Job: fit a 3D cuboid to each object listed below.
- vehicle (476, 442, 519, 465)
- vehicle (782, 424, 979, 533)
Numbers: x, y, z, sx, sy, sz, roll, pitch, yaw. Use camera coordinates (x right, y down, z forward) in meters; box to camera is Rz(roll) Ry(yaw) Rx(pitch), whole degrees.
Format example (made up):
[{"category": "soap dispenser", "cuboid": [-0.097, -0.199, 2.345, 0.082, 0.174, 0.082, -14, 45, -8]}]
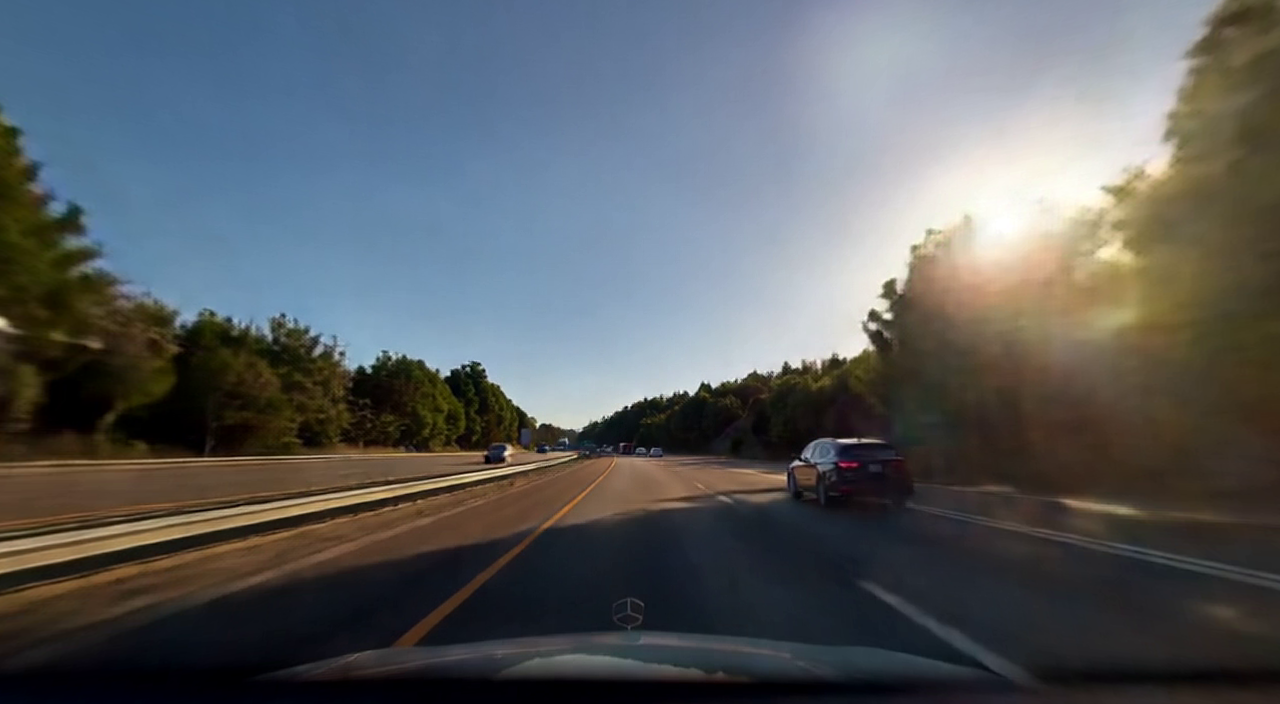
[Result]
[{"category": "vehicle", "cuboid": [-9.439, 6.759, 42.058, 1.852, 1.394, 4.228, 0, -9, 0]}, {"category": "vehicle", "cuboid": [4.243, 2.309, 12.051, 1.933, 1.663, 4.440, 0, -9, -1]}]
